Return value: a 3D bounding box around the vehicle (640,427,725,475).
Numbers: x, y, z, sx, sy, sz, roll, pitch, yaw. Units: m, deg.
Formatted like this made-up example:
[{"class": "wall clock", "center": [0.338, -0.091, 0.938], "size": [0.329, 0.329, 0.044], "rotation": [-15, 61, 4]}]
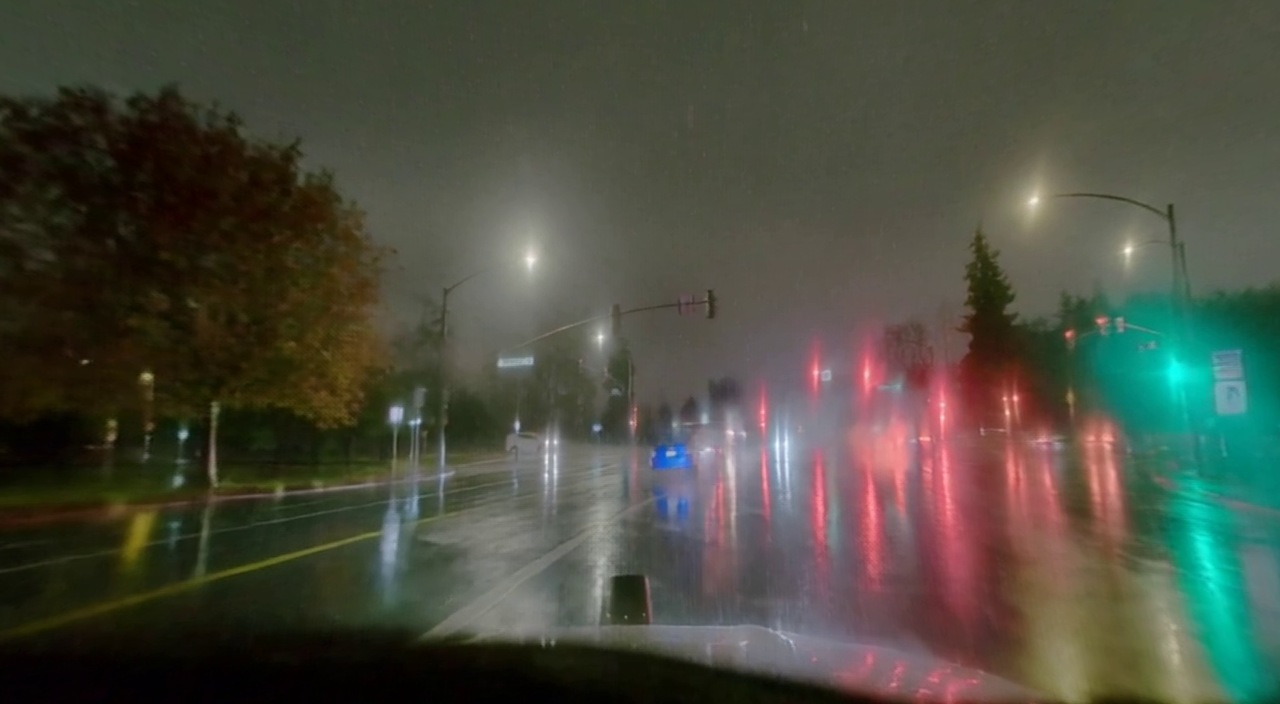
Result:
[{"class": "vehicle", "center": [1.658, 3.612, 23.127], "size": [2.055, 1.573, 4.065], "rotation": [-3, -9, 19]}]
